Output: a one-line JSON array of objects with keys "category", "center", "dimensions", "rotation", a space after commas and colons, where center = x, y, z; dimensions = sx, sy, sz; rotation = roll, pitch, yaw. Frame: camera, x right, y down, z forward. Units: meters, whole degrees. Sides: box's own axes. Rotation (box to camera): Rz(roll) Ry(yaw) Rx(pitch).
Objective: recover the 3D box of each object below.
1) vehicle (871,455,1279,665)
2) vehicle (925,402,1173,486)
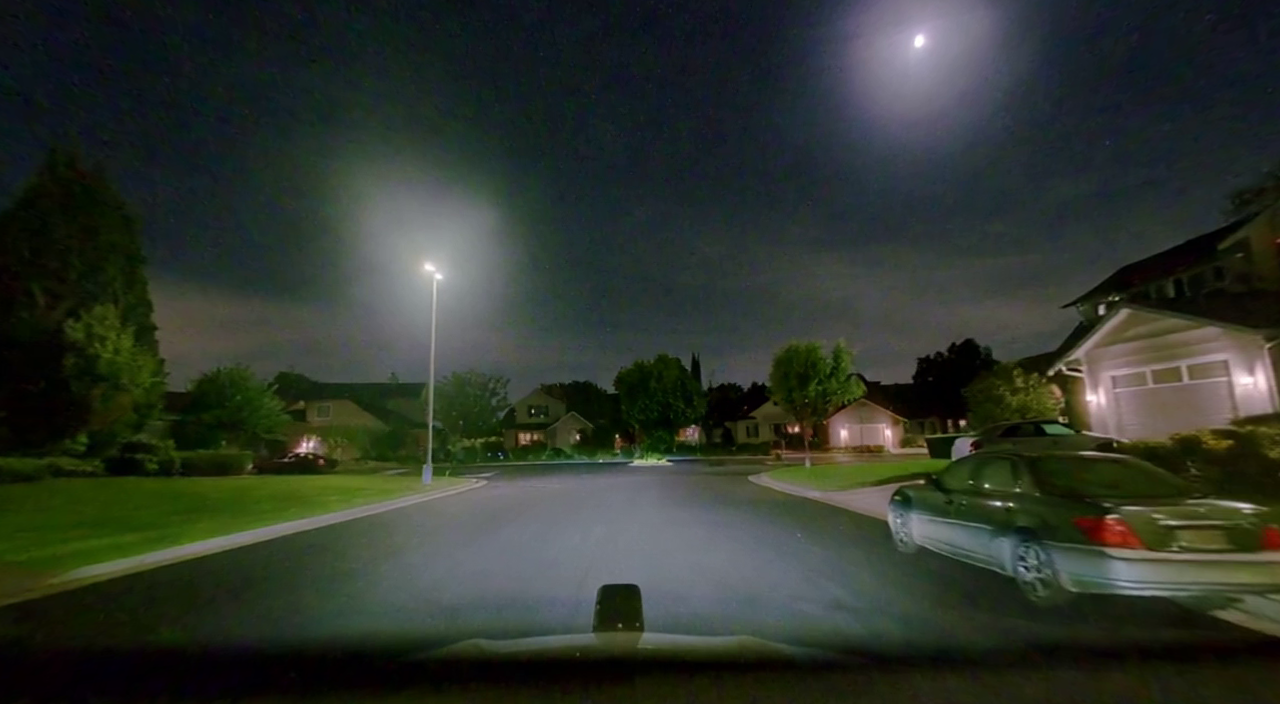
[{"category": "vehicle", "center": [3.773, 1.569, 5.733], "dimensions": [1.877, 1.206, 3.669], "rotation": [0, -9, -2]}, {"category": "vehicle", "center": [10.566, 2.434, 16.684], "dimensions": [4.888, 1.807, 2.224], "rotation": [-3, -9, -1]}]
